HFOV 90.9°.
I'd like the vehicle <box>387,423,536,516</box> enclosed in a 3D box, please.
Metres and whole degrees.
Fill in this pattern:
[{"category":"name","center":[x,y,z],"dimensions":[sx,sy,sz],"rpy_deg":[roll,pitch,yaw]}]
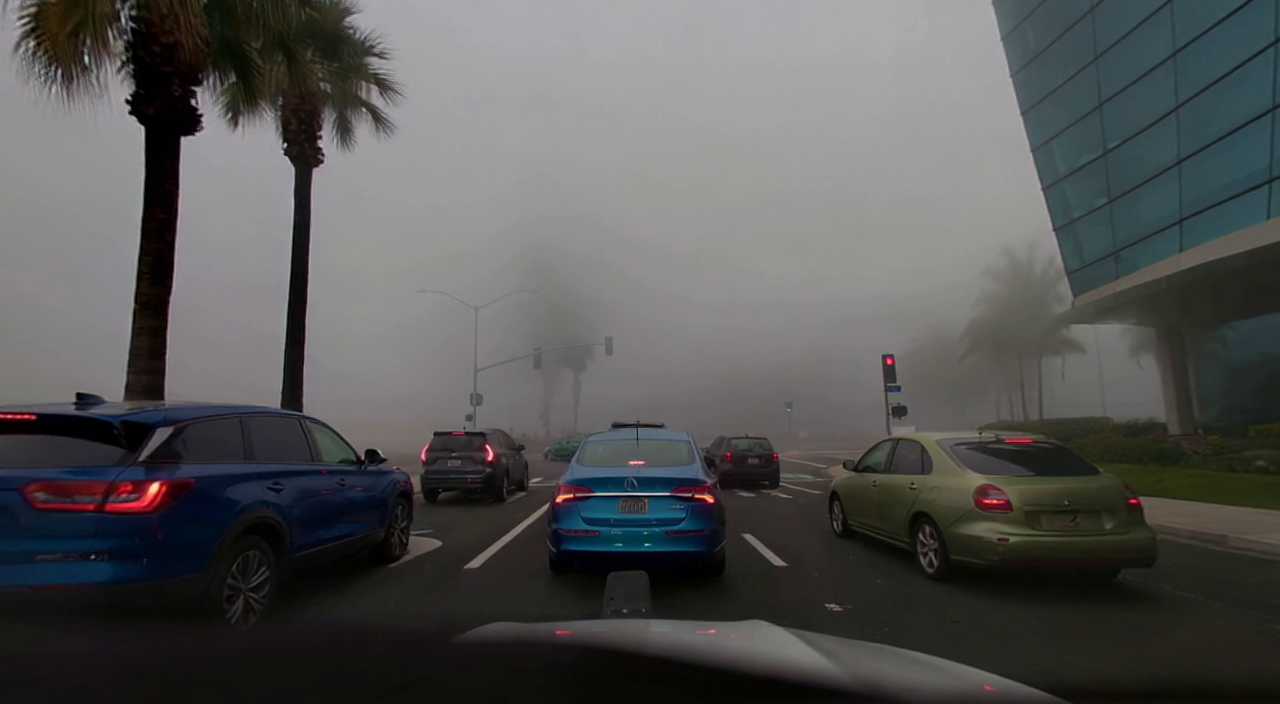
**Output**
[{"category":"vehicle","center":[-3.467,2.359,13.071],"dimensions":[1.917,1.631,3.768],"rpy_deg":[0,-8,1]}]

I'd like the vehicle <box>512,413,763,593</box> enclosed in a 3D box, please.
[{"category":"vehicle","center":[-0.059,1.661,7.817],"dimensions":[2.219,1.586,4.321],"rpy_deg":[0,-8,-1]}]

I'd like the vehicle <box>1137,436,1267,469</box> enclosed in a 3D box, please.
[{"category":"vehicle","center":[25.442,4.551,28.655],"dimensions":[4.014,1.417,1.777],"rpy_deg":[-1,-8,5]}]

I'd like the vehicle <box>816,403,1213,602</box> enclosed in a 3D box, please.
[{"category":"vehicle","center":[3.837,1.617,7.684],"dimensions":[2.064,1.696,4.431],"rpy_deg":[0,-8,0]}]

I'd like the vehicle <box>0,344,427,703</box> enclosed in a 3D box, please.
[{"category":"vehicle","center":[-3.533,1.158,5.260],"dimensions":[2.014,1.775,4.404],"rpy_deg":[0,-8,-1]}]
